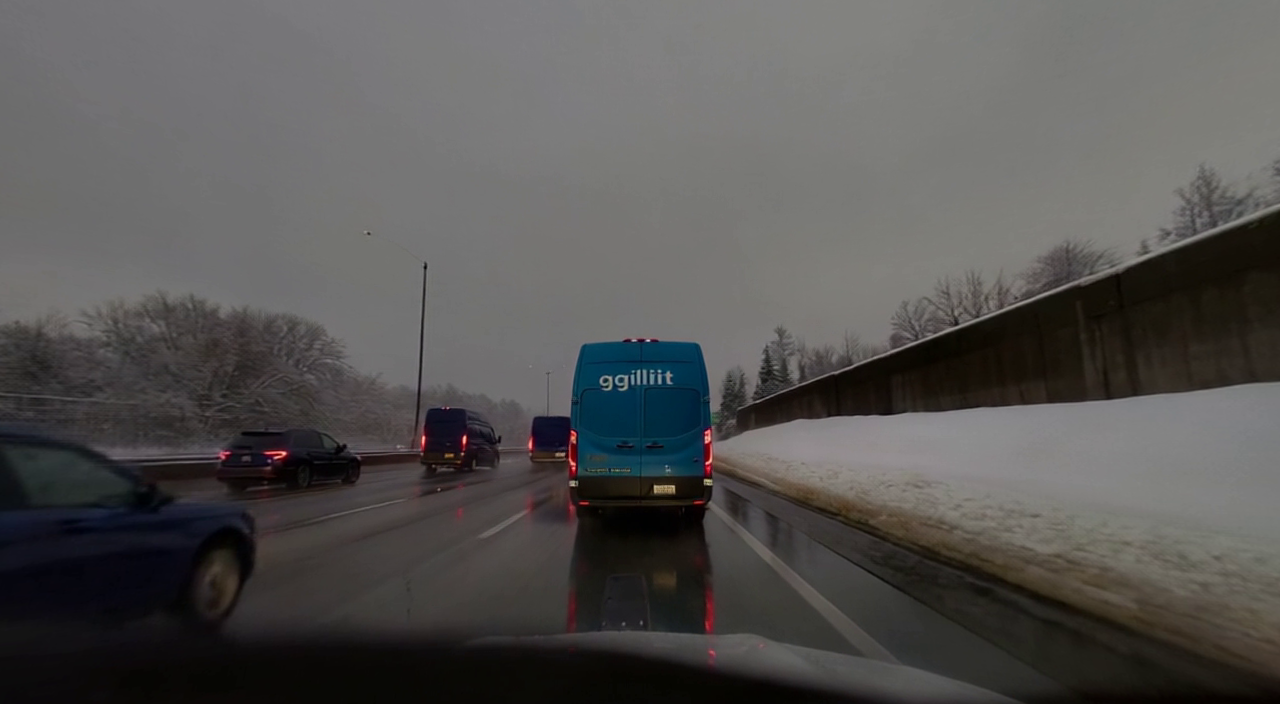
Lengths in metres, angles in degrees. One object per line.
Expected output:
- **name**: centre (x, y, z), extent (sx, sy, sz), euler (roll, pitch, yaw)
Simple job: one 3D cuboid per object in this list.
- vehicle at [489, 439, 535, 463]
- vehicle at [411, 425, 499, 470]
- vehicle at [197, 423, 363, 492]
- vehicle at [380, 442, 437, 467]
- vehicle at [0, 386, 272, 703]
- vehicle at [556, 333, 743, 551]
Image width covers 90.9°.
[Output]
- **vehicle**: centre (-9.296, 7.229, 46.175), extent (1.934, 1.567, 4.536), euler (-1, -7, 7)
- **vehicle**: centre (-9.670, 5.093, 33.694), extent (2.566, 2.158, 5.957), euler (-1, -8, 4)
- **vehicle**: centre (-10.781, 3.211, 19.448), extent (2.061, 1.846, 4.852), euler (0, -8, 3)
- **vehicle**: centre (-13.882, 6.150, 38.028), extent (1.770, 1.376, 3.747), euler (-1, -8, 4)
- **vehicle**: centre (-3.846, 0.860, 2.226), extent (2.212, 1.551, 4.658), euler (0, -8, 1)
- **vehicle**: centre (0.187, 1.587, 11.181), extent (2.316, 2.738, 6.398), euler (0, -8, 1)
